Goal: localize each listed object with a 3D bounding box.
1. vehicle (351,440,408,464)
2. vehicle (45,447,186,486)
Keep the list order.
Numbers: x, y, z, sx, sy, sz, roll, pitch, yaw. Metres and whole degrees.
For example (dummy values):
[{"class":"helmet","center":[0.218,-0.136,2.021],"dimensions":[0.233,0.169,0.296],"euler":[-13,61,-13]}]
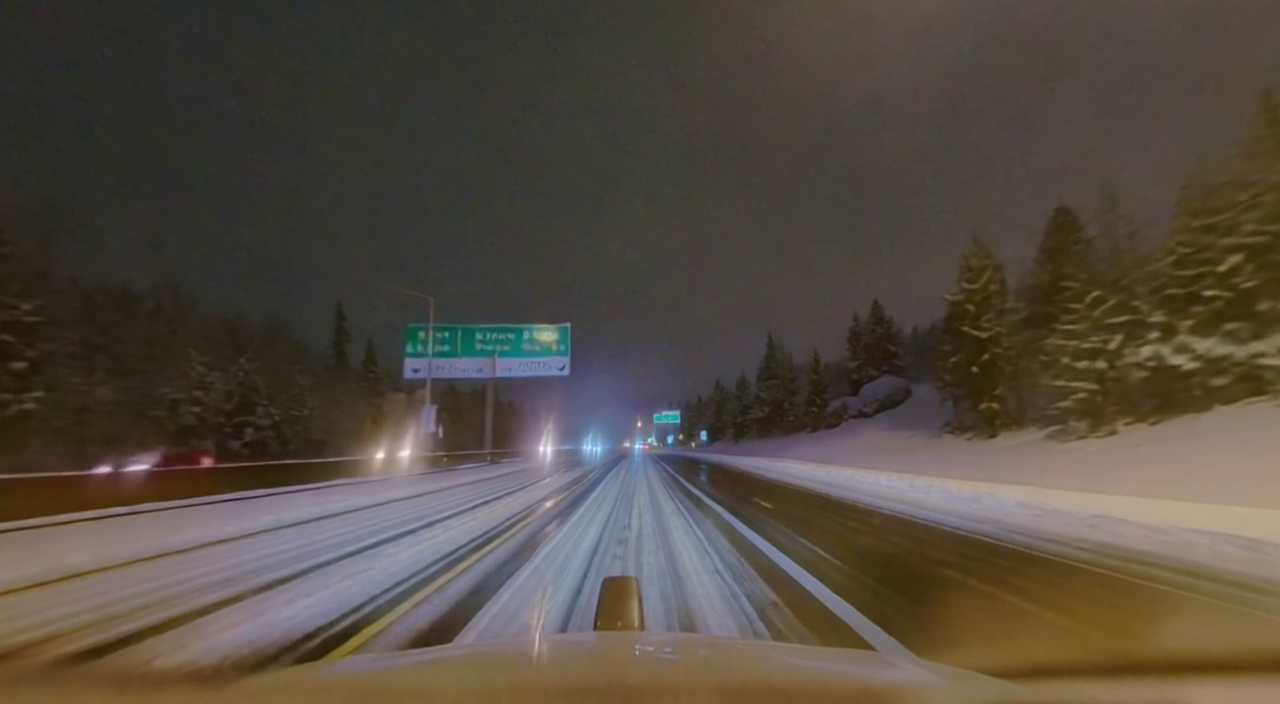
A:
[{"class":"vehicle","center":[-17.857,6.874,43.518],"dimensions":[1.925,1.533,4.589],"euler":[-1,-8,1]},{"class":"vehicle","center":[-21.847,4.768,26.594],"dimensions":[1.912,1.452,4.667],"euler":[0,-8,0]}]
